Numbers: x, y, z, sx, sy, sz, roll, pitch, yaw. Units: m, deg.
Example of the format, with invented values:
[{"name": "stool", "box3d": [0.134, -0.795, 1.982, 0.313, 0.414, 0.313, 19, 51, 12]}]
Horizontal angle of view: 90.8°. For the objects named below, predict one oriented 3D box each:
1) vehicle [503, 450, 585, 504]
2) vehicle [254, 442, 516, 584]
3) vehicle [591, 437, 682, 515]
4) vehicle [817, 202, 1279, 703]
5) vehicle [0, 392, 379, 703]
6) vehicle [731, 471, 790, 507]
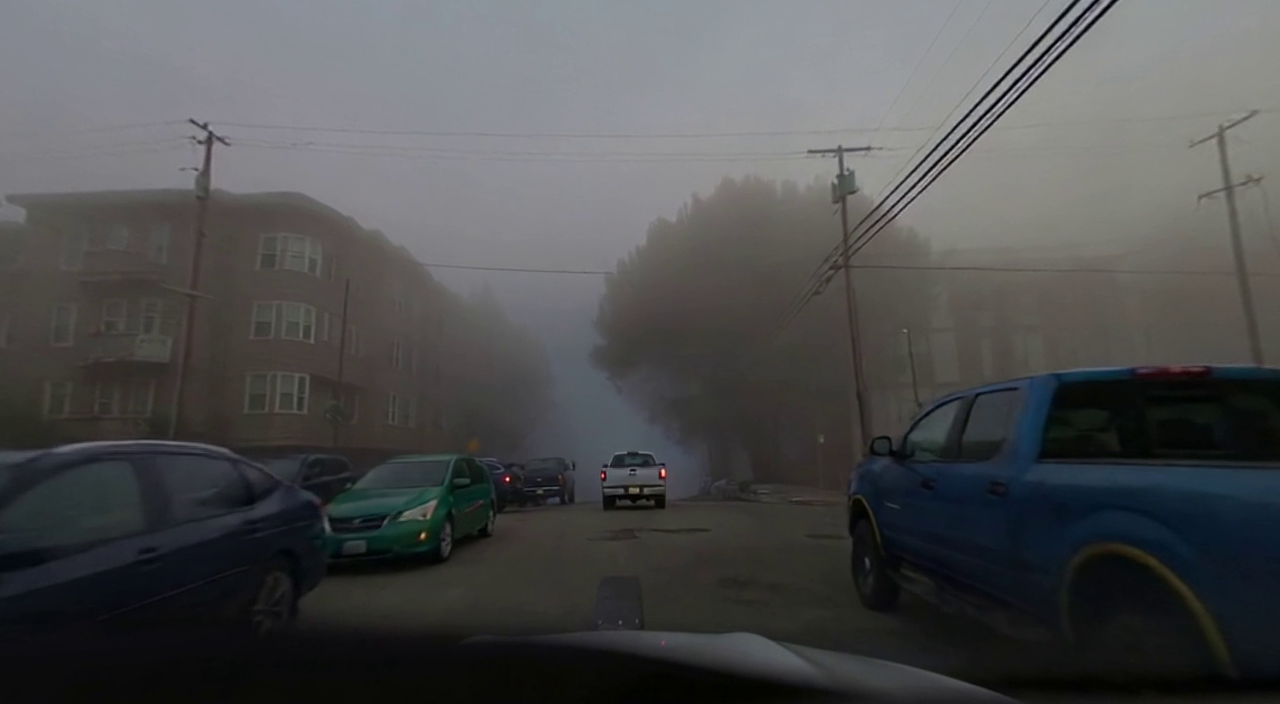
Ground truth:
[{"name": "vehicle", "box3d": [-3.603, 4.978, 25.035, 2.330, 1.859, 6.068, 0, -12, 0]}, {"name": "vehicle", "box3d": [-3.099, 2.010, 8.846, 1.868, 1.462, 4.385, 0, -8, -1]}, {"name": "vehicle", "box3d": [-0.076, 3.511, 18.510, 2.308, 1.940, 4.125, -2, -8, 1]}, {"name": "vehicle", "box3d": [2.665, 0.832, 3.378, 2.027, 1.907, 4.736, 0, -8, 0]}, {"name": "vehicle", "box3d": [-3.065, 1.031, 2.911, 1.898, 1.539, 4.320, 0, -8, 0]}, {"name": "vehicle", "box3d": [5.938, 6.870, 31.647, 2.023, 1.611, 4.614, 0, -12, 0]}]
